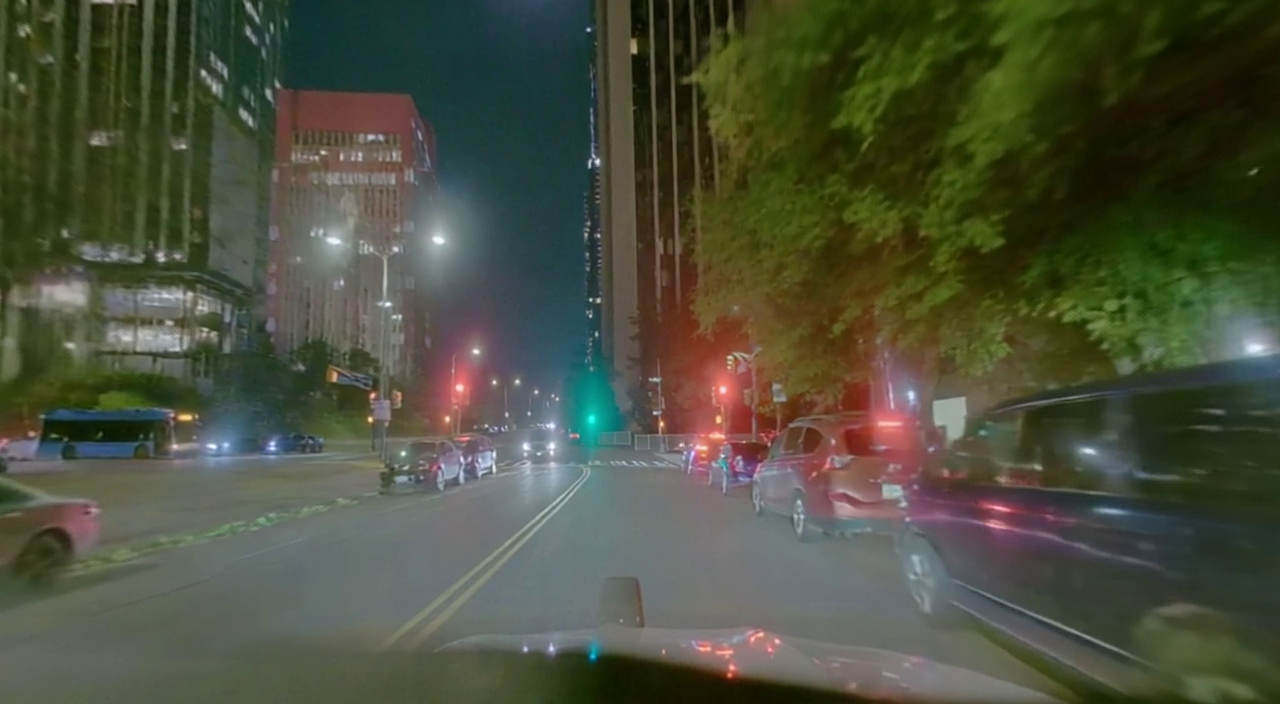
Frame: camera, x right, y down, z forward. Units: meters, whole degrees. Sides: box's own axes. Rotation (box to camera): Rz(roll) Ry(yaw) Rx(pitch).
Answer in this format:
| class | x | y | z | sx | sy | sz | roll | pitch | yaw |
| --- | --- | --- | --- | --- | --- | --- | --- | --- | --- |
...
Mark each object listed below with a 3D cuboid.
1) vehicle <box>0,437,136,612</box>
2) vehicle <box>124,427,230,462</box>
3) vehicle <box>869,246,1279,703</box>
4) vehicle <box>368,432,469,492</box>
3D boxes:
| class | x | y | z | sx | sy | sz | roll | pitch | yaw |
| --- | --- | --- | --- | --- | --- | --- | --- | --- | --- |
| vehicle | -6.646 | 1.421 | 4.586 | 2.033 | 1.523 | 4.867 | -3 | -8 | -1 |
| vehicle | -29.016 | 5.814 | 39.741 | 4.704 | 2.065 | 2.328 | 0 | -8 | -2 |
| vehicle | 2.765 | 0.760 | 2.589 | 1.954 | 1.845 | 4.682 | 0 | -8 | 1 |
| vehicle | -7.138 | 3.570 | 20.854 | 1.893 | 1.758 | 4.019 | 0 | -8 | 0 |
